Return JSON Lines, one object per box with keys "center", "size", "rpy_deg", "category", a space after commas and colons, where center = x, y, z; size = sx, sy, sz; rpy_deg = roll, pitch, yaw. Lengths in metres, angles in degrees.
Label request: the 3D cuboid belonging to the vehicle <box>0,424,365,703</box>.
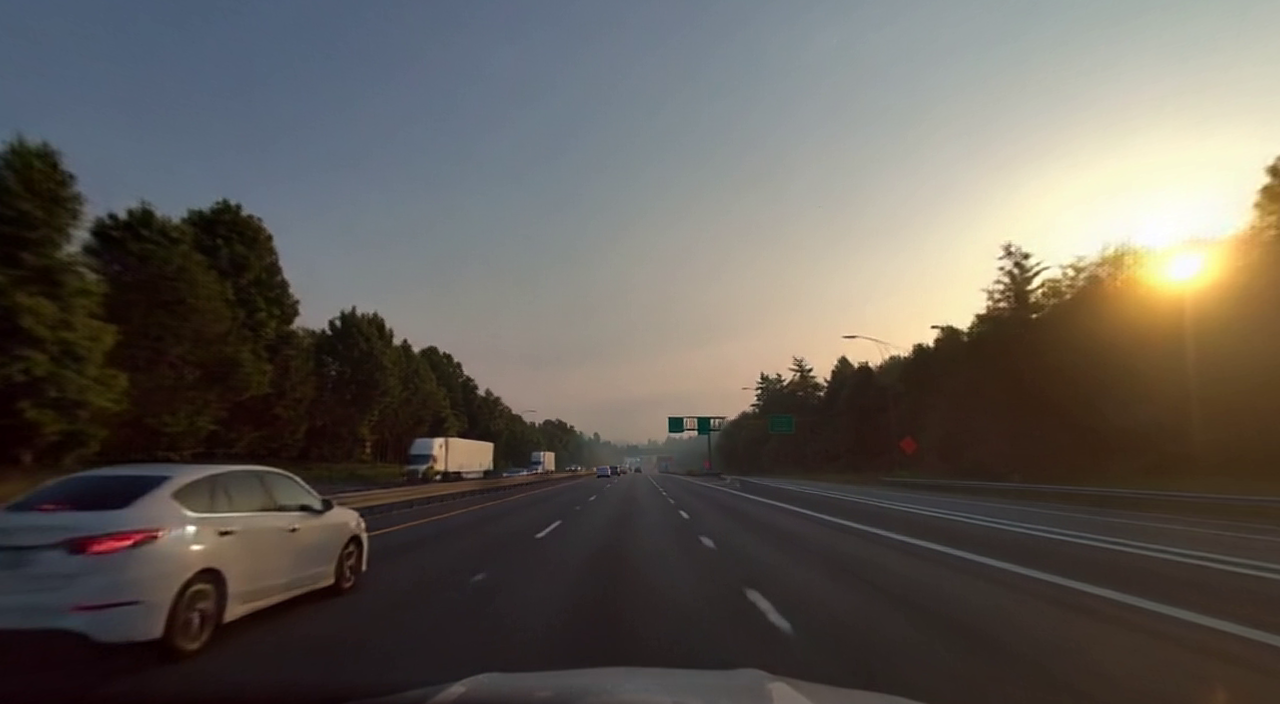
{"center": [-3.740, 1.245, 3.933], "size": [1.998, 1.427, 4.462], "rpy_deg": [1, -10, 0], "category": "vehicle"}
